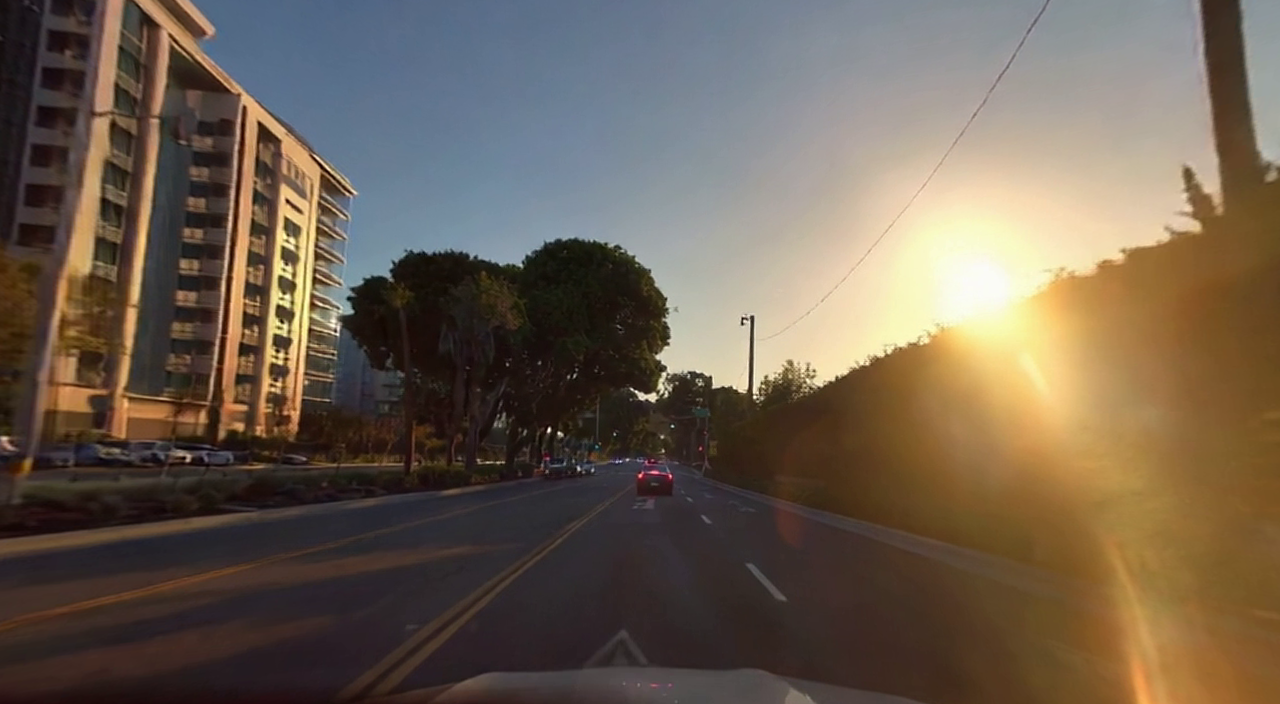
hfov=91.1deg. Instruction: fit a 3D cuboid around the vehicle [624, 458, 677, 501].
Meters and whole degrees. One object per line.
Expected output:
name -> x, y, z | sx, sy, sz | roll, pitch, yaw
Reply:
vehicle -> 0.490, 5.404, 26.781 | 2.067, 1.629, 3.858 | 0, -11, 2
